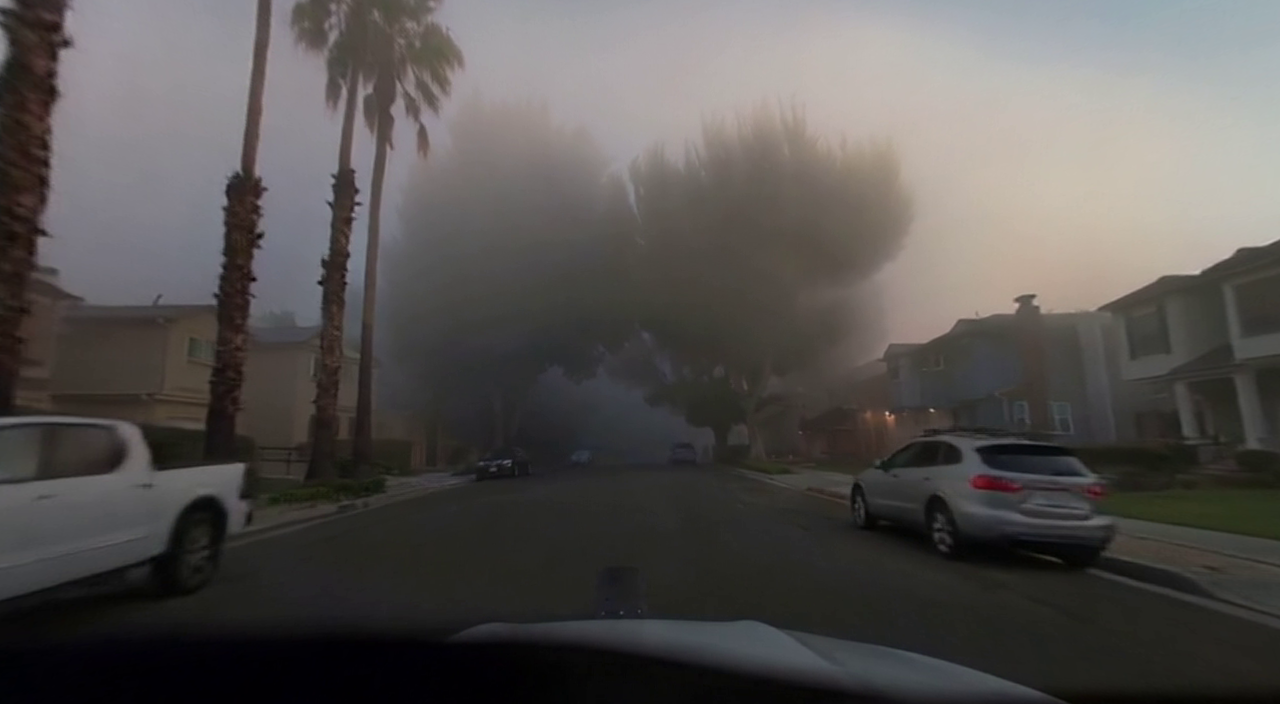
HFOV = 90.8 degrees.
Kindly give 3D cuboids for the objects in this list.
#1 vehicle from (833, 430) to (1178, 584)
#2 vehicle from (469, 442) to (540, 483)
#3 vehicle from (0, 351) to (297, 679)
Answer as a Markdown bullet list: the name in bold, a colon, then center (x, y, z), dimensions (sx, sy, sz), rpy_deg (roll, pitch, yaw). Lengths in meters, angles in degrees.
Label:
- **vehicle**: center (4.450, 1.930, 8.779), dimensions (1.991, 1.554, 4.501), rpy_deg (0, -9, -2)
- **vehicle**: center (-5.629, 4.626, 26.864), dimensions (2.079, 1.486, 4.877), rpy_deg (-2, -8, -1)
- **vehicle**: center (-4.842, 1.124, 4.580), dimensions (2.149, 1.877, 5.082), rpy_deg (-2, -8, -4)
